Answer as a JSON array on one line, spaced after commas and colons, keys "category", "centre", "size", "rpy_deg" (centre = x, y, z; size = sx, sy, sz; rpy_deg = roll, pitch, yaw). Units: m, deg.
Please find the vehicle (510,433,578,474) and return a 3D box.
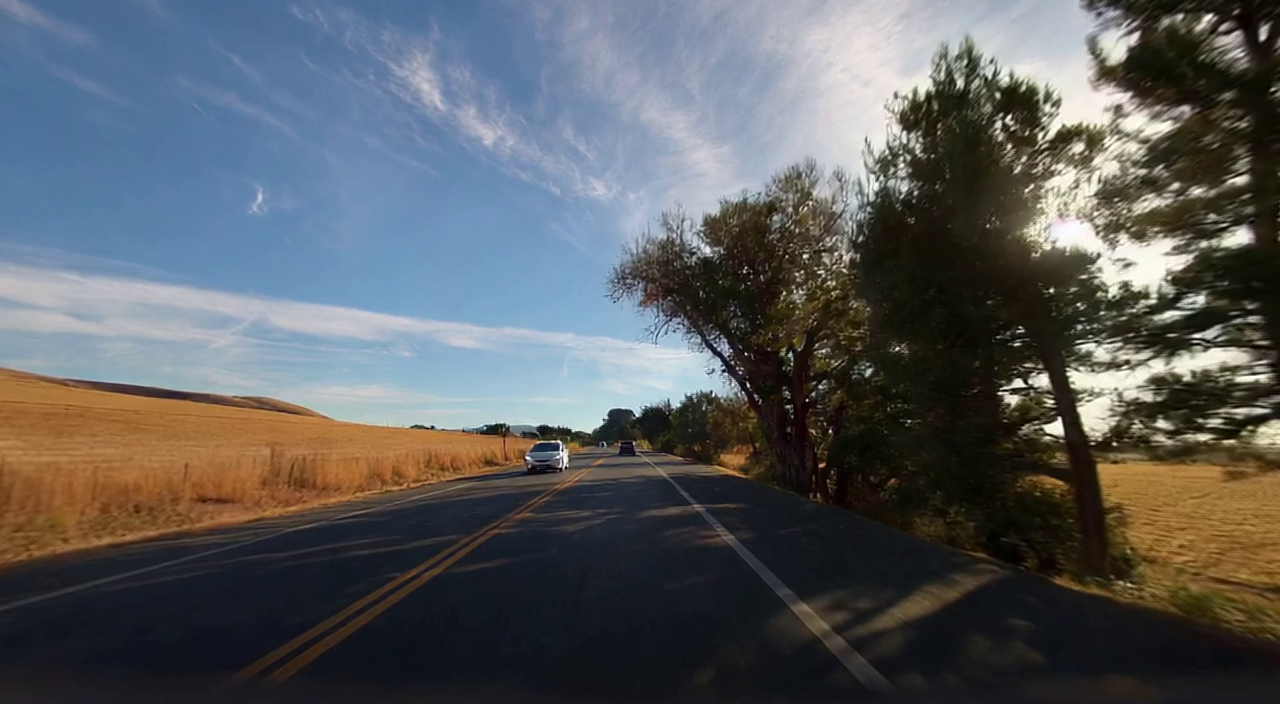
[{"category": "vehicle", "centre": [-4.645, 5.021, 31.421], "size": [2.695, 1.840, 4.689], "rpy_deg": [0, -9, -1]}]
